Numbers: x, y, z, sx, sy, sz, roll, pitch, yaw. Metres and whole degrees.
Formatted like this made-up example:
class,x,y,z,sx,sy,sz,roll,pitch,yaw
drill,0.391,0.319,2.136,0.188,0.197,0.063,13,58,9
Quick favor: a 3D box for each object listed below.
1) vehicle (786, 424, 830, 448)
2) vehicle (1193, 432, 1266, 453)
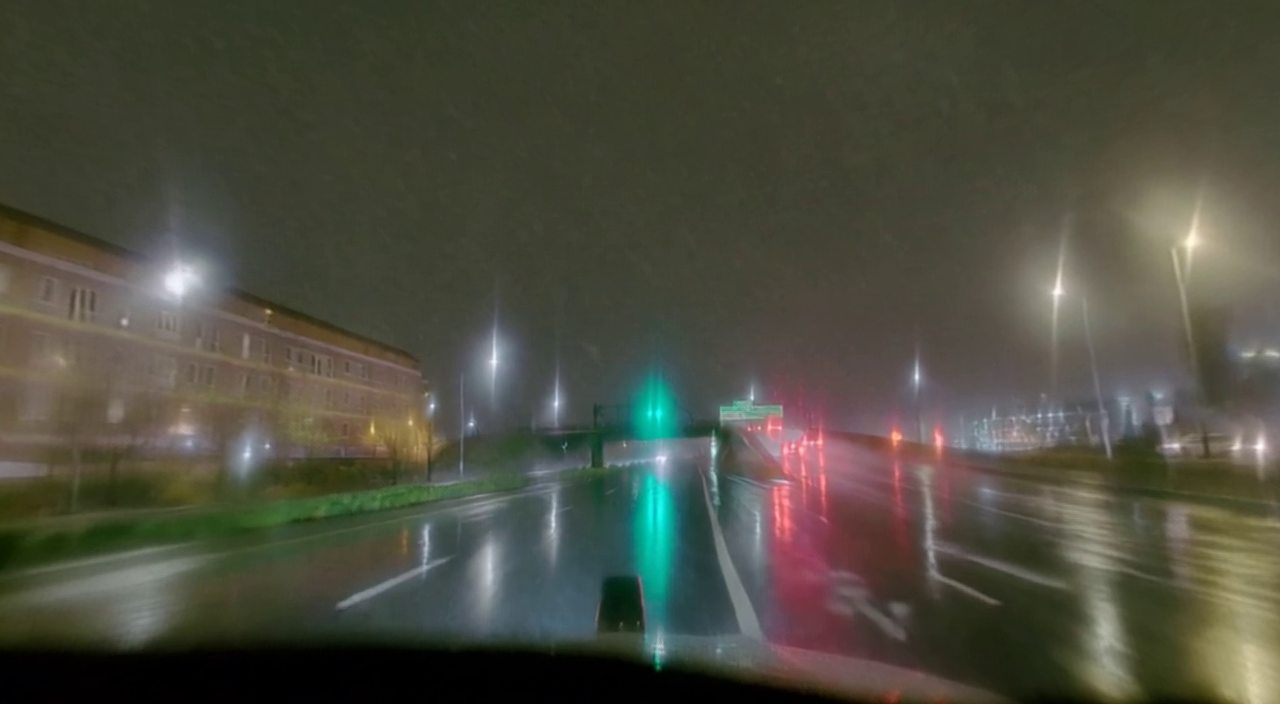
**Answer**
class,x,y,z,sx,sy,sz,roll,pitch,yaw
vehicle,11.332,5.737,42.806,2.048,1.516,3.874,-1,-8,2
vehicle,43.495,6.708,46.671,1.812,1.481,3.505,1,-8,-6
